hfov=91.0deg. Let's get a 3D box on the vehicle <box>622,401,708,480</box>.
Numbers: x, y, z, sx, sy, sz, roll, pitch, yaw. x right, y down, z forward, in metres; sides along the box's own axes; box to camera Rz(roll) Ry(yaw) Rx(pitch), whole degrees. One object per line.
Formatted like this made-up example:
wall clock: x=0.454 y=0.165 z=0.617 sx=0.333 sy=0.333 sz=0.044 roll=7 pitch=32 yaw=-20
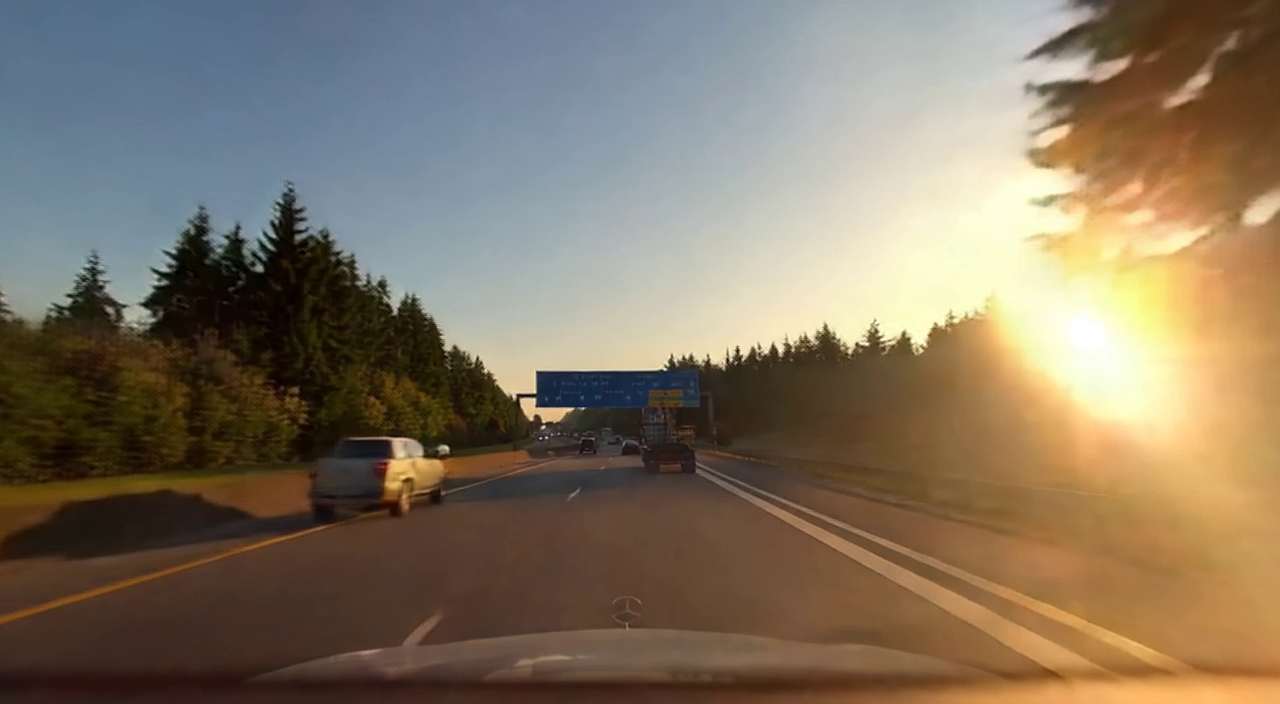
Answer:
vehicle: x=0.692 y=3.209 z=22.767 sx=2.677 sy=2.439 sz=6.402 roll=0 pitch=-8 yaw=-1
